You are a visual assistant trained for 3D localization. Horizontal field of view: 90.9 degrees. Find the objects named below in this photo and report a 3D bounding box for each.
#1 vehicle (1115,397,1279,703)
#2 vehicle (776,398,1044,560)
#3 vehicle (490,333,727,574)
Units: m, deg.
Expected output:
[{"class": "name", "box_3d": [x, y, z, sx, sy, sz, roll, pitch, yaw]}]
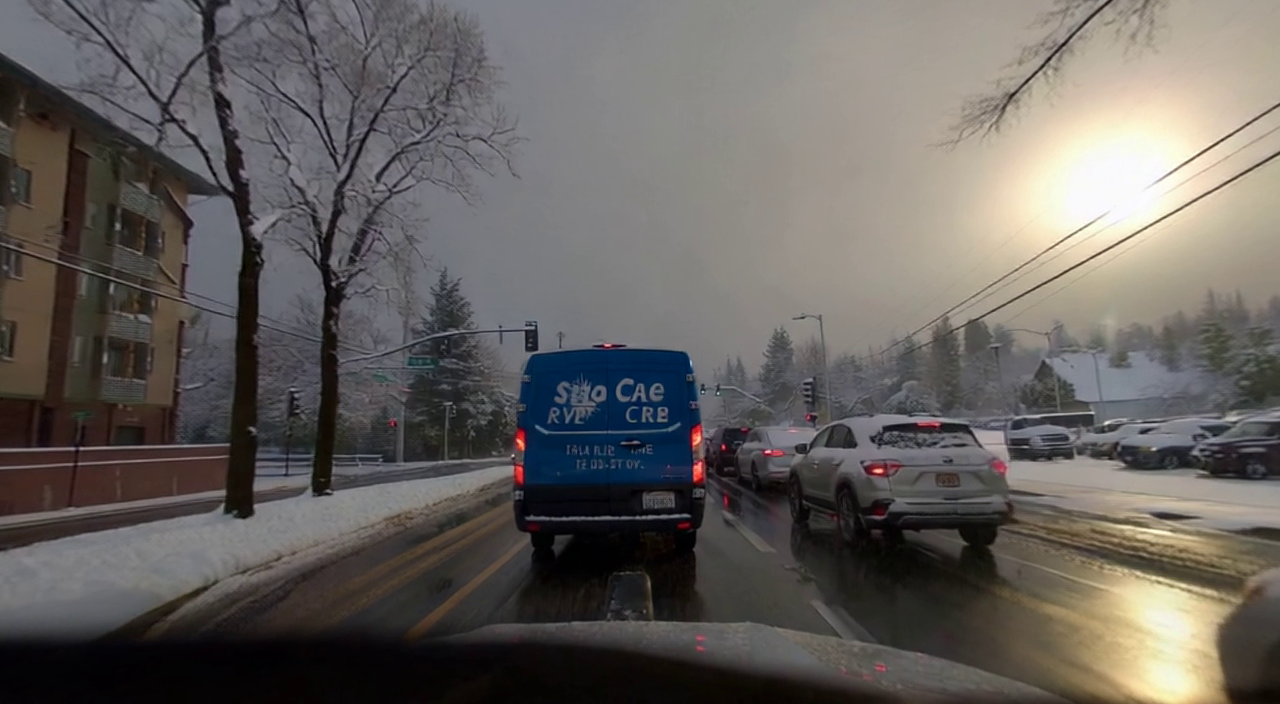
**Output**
[{"class": "vehicle", "box_3d": [3.406, 0.702, 0.896, 1.951, 1.483, 4.582, 0, -8, 1]}, {"class": "vehicle", "box_3d": [3.431, 1.702, 9.124, 1.965, 1.771, 4.295, 0, -8, 0]}, {"class": "vehicle", "box_3d": [-0.267, 1.389, 9.091, 2.422, 2.488, 4.992, 0, -8, 1]}]
